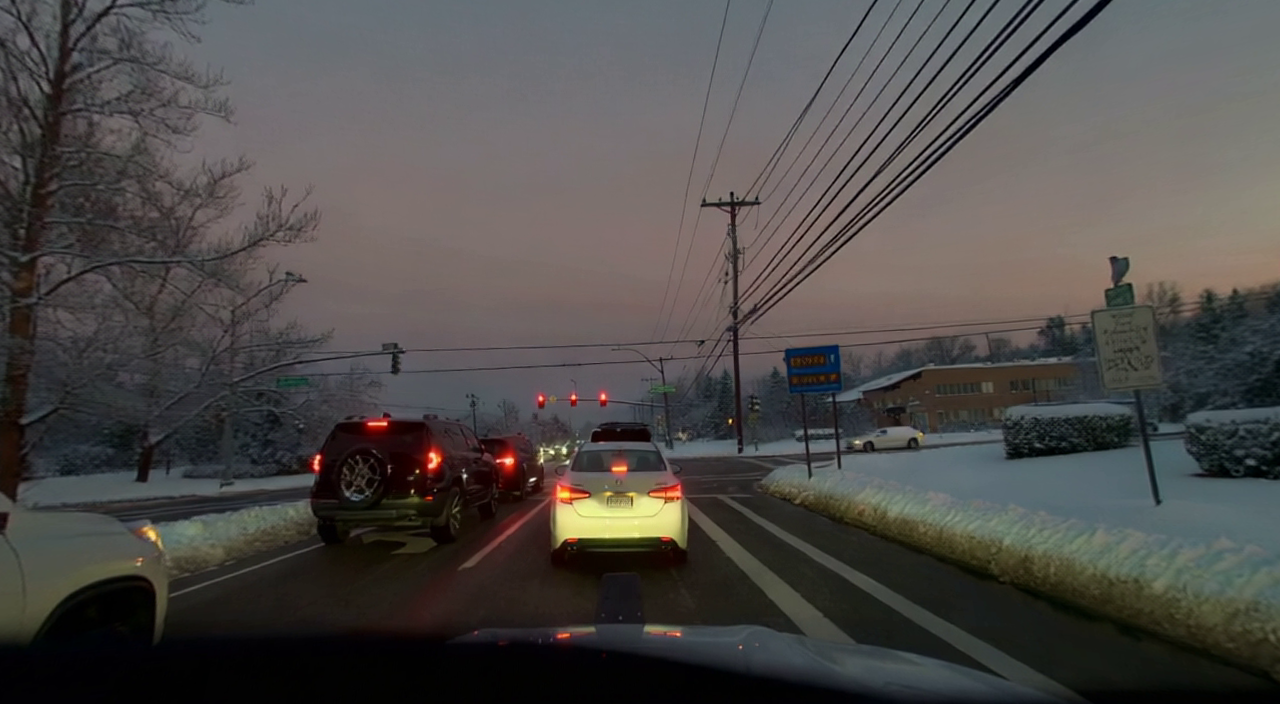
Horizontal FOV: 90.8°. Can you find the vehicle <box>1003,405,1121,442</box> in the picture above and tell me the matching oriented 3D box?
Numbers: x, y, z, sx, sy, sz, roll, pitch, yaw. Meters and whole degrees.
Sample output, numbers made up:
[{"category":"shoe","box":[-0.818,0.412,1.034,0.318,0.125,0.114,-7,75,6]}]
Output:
[{"category":"vehicle","box":[26.920,4.615,40.503,5.782,2.286,2.223,-1,-9,5]}]

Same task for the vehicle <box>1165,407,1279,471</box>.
[{"category":"vehicle","box":[17.026,2.541,18.265,1.858,1.622,4.491,-5,-10,28]}]

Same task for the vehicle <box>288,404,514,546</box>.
[{"category":"vehicle","box":[-3.844,2.088,11.366,2.147,1.963,4.927,0,-8,0]}]

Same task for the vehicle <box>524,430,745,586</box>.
[{"category":"vehicle","box":[-0.104,1.802,8.137,2.121,1.474,3.968,0,-8,-2]}]

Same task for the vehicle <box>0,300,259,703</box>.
[{"category":"vehicle","box":[-3.583,0.633,1.518,2.085,1.943,5.053,0,-8,1]}]
